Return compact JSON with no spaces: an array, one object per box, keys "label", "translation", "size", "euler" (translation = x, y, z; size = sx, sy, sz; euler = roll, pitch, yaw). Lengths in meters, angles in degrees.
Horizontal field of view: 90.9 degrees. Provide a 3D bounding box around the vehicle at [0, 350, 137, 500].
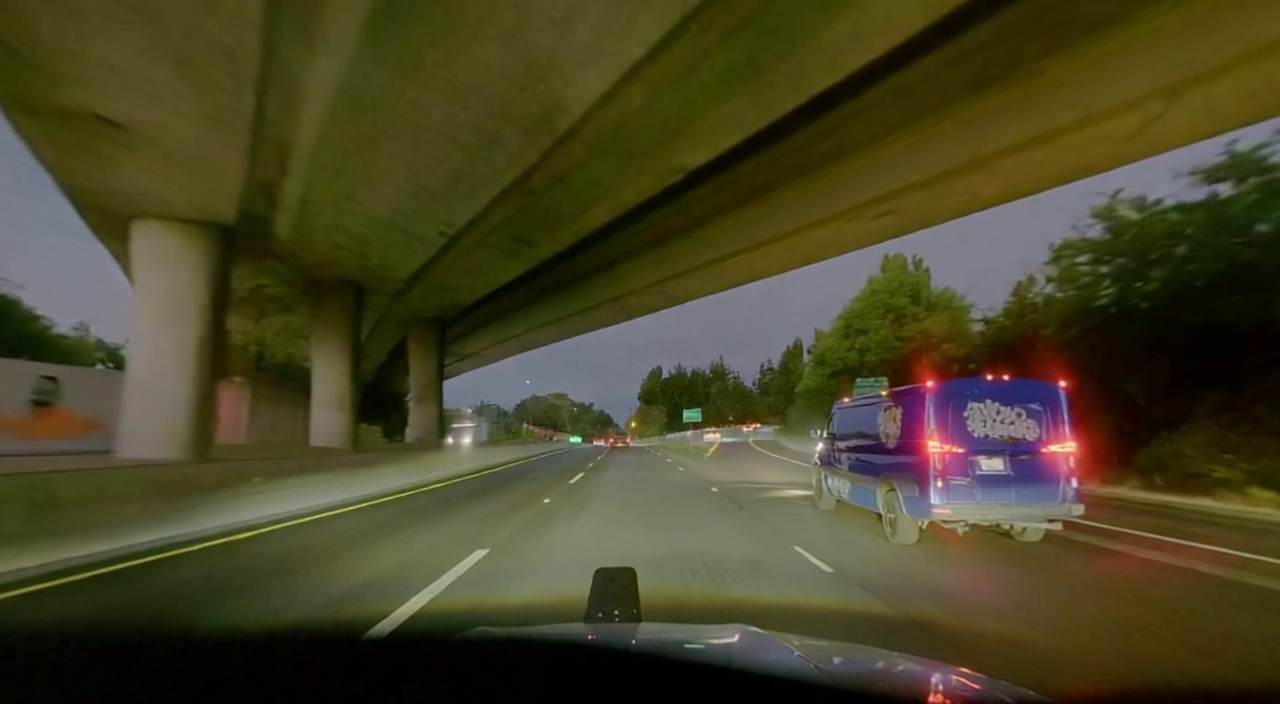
[{"label":"vehicle","translation":[-18.419,1.655,14.592],"size":[2.869,3.964,13.316],"euler":[0,-8,-1]}]
